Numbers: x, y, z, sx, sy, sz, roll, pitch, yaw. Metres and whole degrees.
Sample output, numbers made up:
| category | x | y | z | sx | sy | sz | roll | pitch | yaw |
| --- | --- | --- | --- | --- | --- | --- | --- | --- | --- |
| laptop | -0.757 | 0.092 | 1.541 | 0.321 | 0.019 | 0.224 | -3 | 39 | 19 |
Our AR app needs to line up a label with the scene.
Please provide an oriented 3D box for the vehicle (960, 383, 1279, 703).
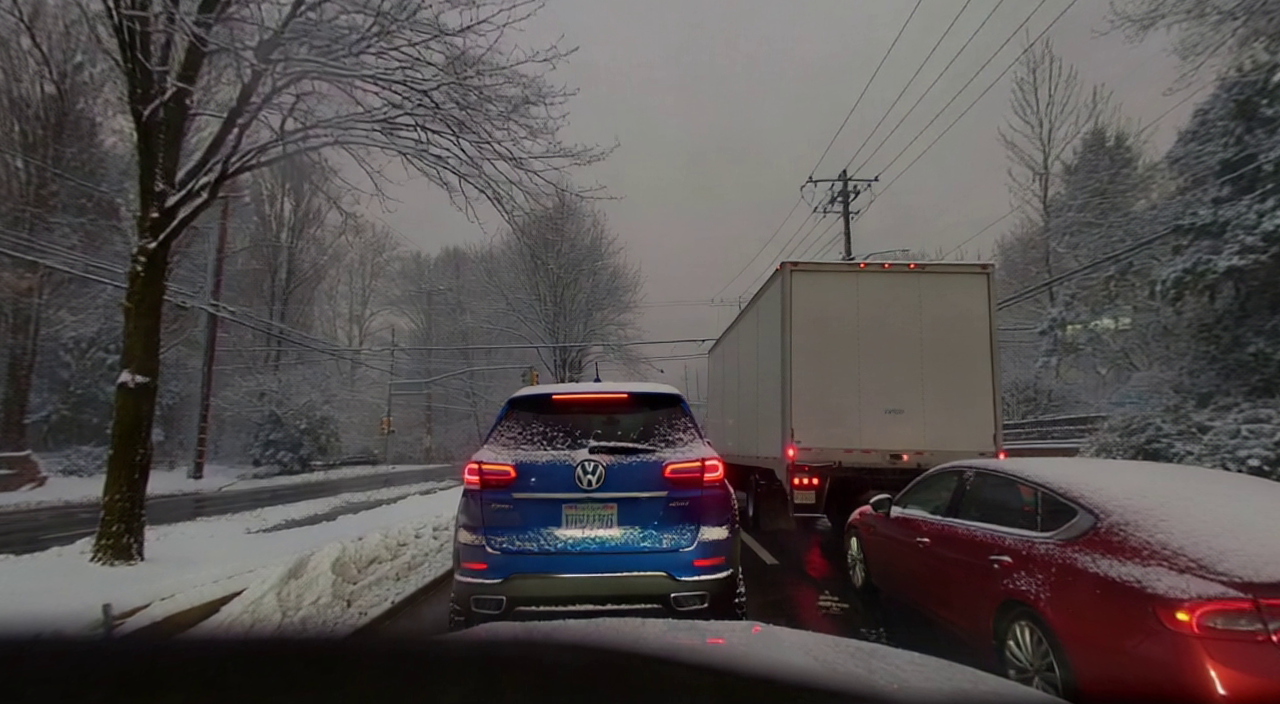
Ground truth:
| category | x | y | z | sx | sy | sz | roll | pitch | yaw |
| --- | --- | --- | --- | --- | --- | --- | --- | --- | --- |
| vehicle | 2.824 | 0.743 | 1.189 | 1.971 | 1.484 | 4.728 | 0 | -8 | 0 |

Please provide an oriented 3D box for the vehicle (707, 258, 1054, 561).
| category | x | y | z | sx | sy | sz | roll | pitch | yaw |
| --- | --- | --- | --- | --- | --- | --- | --- | --- | --- |
| vehicle | 3.240 | 1.258 | 11.820 | 2.915 | 3.559 | 8.848 | 0 | -8 | 0 |

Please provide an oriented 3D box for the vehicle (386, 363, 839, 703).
| category | x | y | z | sx | sy | sz | roll | pitch | yaw |
| --- | --- | --- | --- | --- | --- | --- | --- | --- | --- |
| vehicle | -0.123 | 1.226 | 5.136 | 2.114 | 1.732 | 4.230 | 0 | -8 | 0 |
